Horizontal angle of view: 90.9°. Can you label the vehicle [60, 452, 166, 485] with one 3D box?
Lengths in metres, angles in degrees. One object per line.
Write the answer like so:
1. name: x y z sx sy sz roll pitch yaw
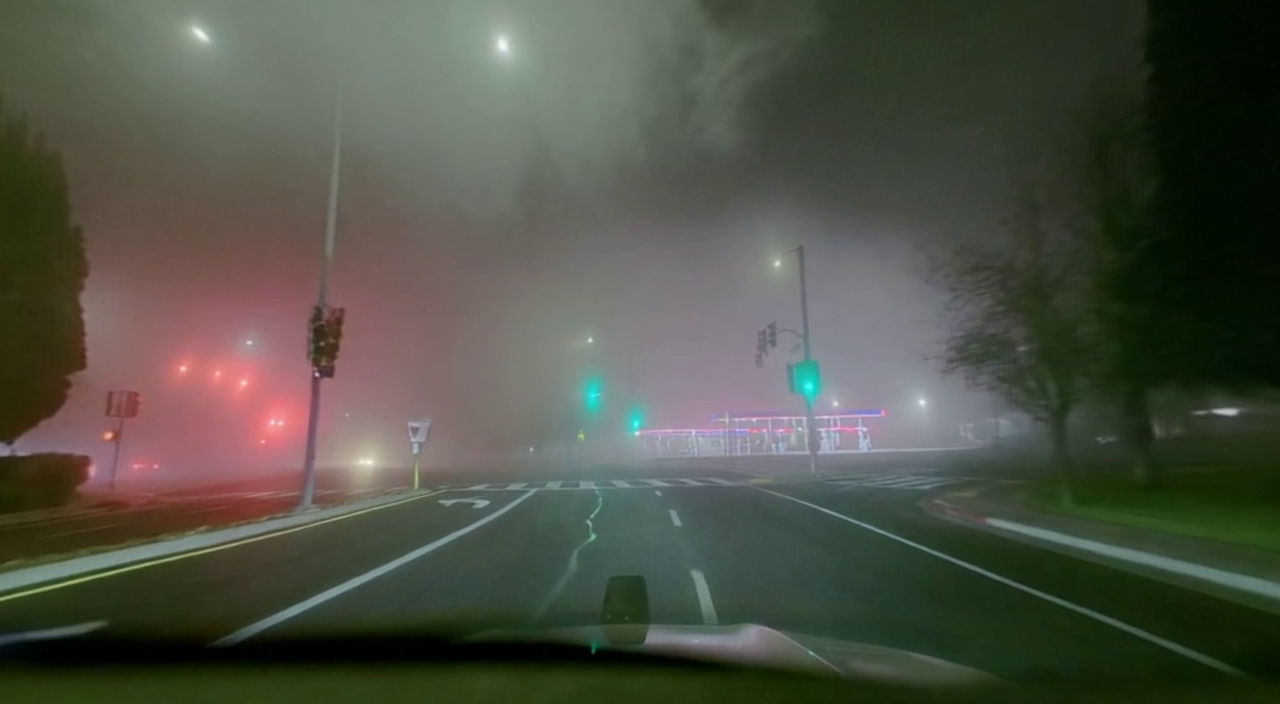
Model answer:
1. vehicle: -29.705 6.543 35.597 4.559 1.608 1.961 -2 -7 8
